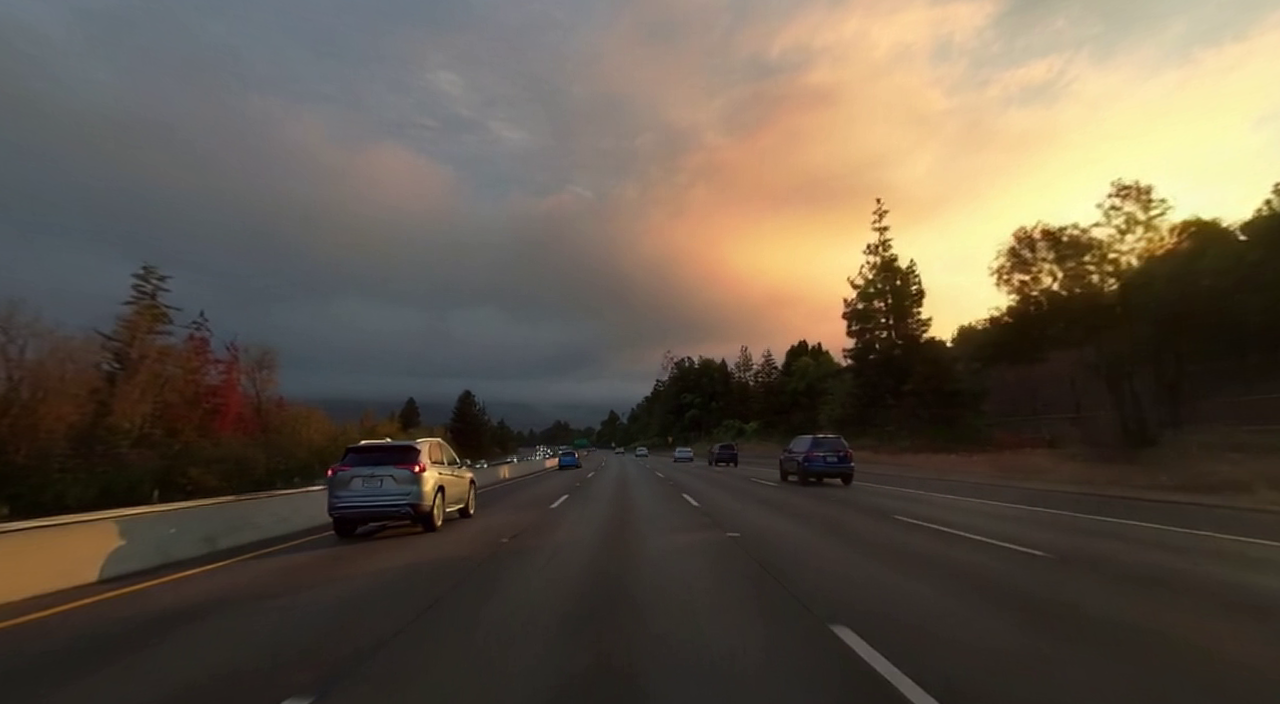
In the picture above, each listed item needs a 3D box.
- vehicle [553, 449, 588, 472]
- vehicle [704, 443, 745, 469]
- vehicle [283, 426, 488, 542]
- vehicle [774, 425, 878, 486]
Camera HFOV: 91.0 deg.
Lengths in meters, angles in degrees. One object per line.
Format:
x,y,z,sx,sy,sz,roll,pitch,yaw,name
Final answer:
-4.680,7.362,42.973,2.009,1.488,4.289,0,-9,-2,vehicle
5.963,7.410,45.041,2.107,1.732,4.527,0,-9,-3,vehicle
-4.410,2.350,11.826,2.079,1.745,4.281,0,-9,-1,vehicle
7.010,4.011,24.488,2.378,2.096,5.119,0,-9,-1,vehicle
